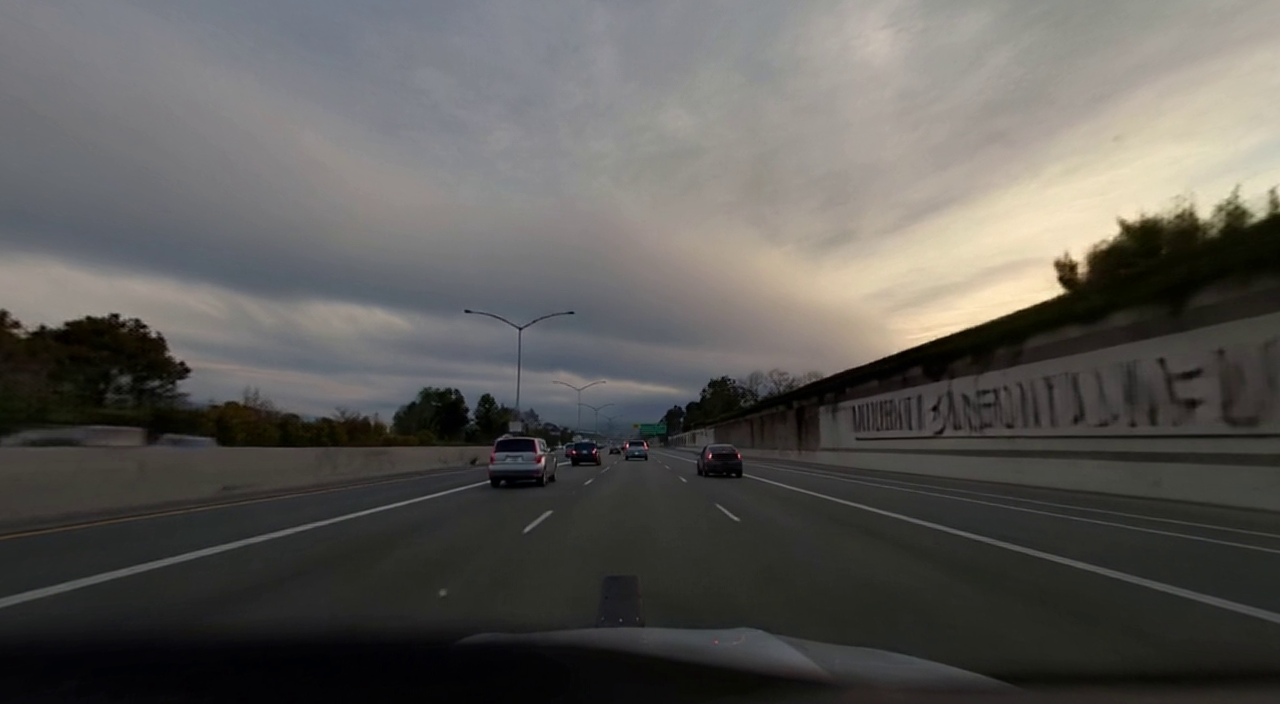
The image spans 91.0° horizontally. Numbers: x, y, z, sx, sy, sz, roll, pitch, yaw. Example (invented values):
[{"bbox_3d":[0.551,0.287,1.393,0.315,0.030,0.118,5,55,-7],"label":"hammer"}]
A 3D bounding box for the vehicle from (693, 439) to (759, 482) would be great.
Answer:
[{"bbox_3d":[3.689,4.767,27.962,2.224,1.752,4.487,0,-9,-1],"label":"vehicle"}]

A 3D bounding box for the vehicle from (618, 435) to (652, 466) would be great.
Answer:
[{"bbox_3d":[-0.347,7.566,48.589,2.485,2.215,5.199,0,-9,1],"label":"vehicle"}]

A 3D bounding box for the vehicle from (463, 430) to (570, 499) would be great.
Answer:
[{"bbox_3d":[-3.627,3.425,19.696,2.184,1.819,5.441,0,-9,1],"label":"vehicle"}]

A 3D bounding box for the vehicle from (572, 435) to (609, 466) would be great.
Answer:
[{"bbox_3d":[-3.589,7.320,46.864,2.378,2.214,4.352,0,-9,0],"label":"vehicle"}]
